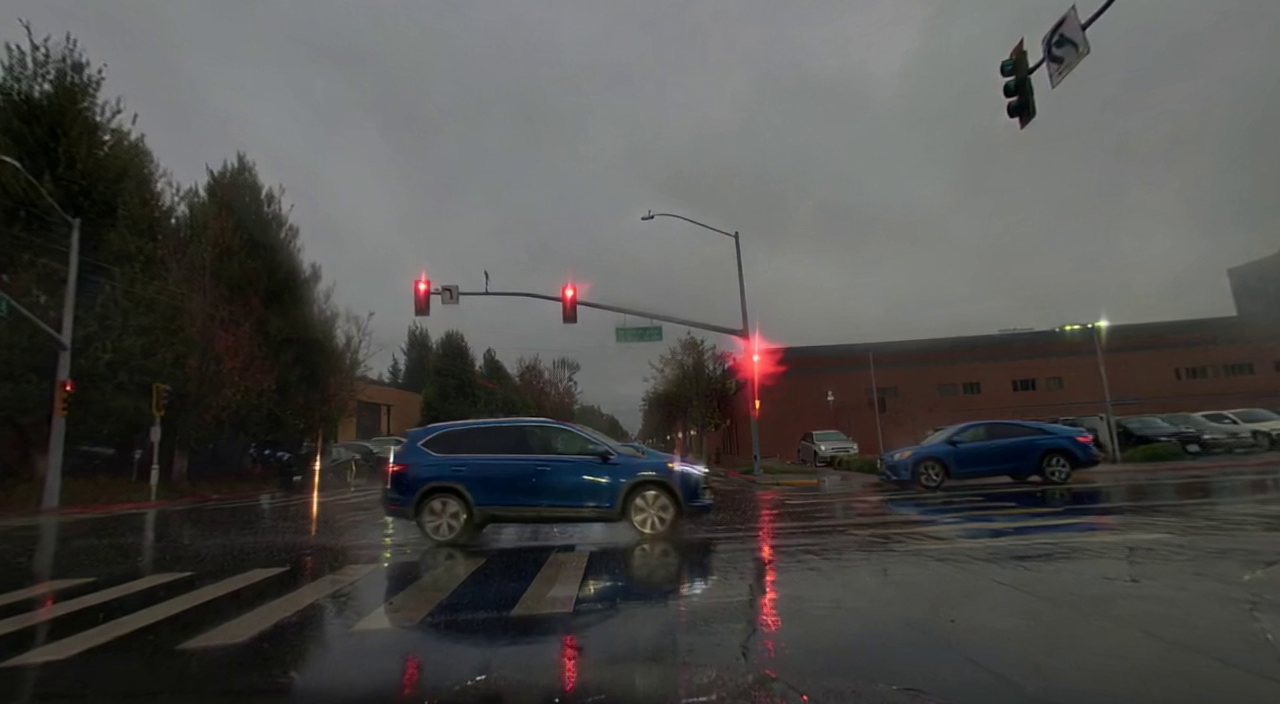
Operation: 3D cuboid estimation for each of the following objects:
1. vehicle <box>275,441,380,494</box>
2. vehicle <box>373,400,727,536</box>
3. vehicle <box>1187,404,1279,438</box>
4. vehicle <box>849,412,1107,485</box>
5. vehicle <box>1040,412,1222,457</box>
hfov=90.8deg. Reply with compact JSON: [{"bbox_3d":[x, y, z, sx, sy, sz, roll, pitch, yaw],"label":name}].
[{"bbox_3d":[-13.723,5.060,28.154,2.251,1.957,4.968,-4,-9,-1],"label":"vehicle"},{"bbox_3d":[-1.251,1.834,10.072,5.122,1.781,2.098,-3,-9,6],"label":"vehicle"},{"bbox_3d":[34.921,4.018,36.630,4.326,1.511,1.725,-8,-9,17],"label":"vehicle"},{"bbox_3d":[6.947,2.104,13.500,4.385,1.419,1.855,-1,-12,8],"label":"vehicle"},{"bbox_3d":[16.961,2.907,22.107,4.560,1.453,1.851,-3,-9,18],"label":"vehicle"}]
